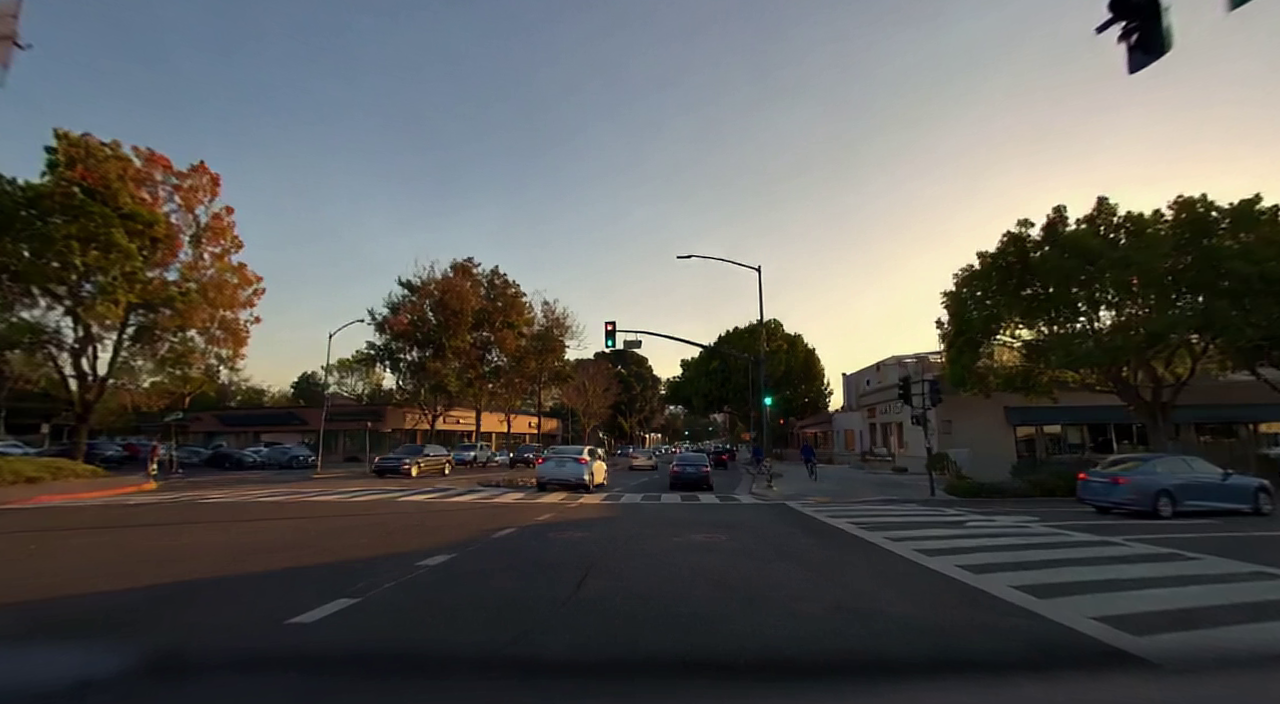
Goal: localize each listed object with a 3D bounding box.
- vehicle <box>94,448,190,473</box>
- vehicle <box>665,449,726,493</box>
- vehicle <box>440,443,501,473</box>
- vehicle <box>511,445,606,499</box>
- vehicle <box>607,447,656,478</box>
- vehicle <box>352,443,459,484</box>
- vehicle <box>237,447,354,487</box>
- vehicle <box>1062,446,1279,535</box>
[{"bbox_3d":[-32.364,7.053,41.263,1.760,1.465,4.788,-2,-9,11],"label":"vehicle"},{"bbox_3d":[2.157,4.410,23.769,2.085,1.475,3.976,-1,-9,7],"label":"vehicle"},{"bbox_3d":[-10.649,6.682,40.107,1.961,1.731,4.450,-2,-9,10],"label":"vehicle"},{"bbox_3d":[-2.404,3.680,19.847,1.921,1.477,4.083,-1,-9,8],"label":"vehicle"},{"bbox_3d":[-0.395,5.882,34.038,1.887,1.517,4.254,-2,-9,10],"label":"vehicle"},{"bbox_3d":[-9.566,4.558,26.256,1.923,1.516,4.727,-2,-9,10],"label":"vehicle"},{"bbox_3d":[-13.988,4.677,25.986,1.896,1.455,4.257,-2,-8,10],"label":"vehicle"},{"bbox_3d":[11.003,2.551,12.170,4.472,1.471,2.148,2,-9,-12],"label":"vehicle"}]
